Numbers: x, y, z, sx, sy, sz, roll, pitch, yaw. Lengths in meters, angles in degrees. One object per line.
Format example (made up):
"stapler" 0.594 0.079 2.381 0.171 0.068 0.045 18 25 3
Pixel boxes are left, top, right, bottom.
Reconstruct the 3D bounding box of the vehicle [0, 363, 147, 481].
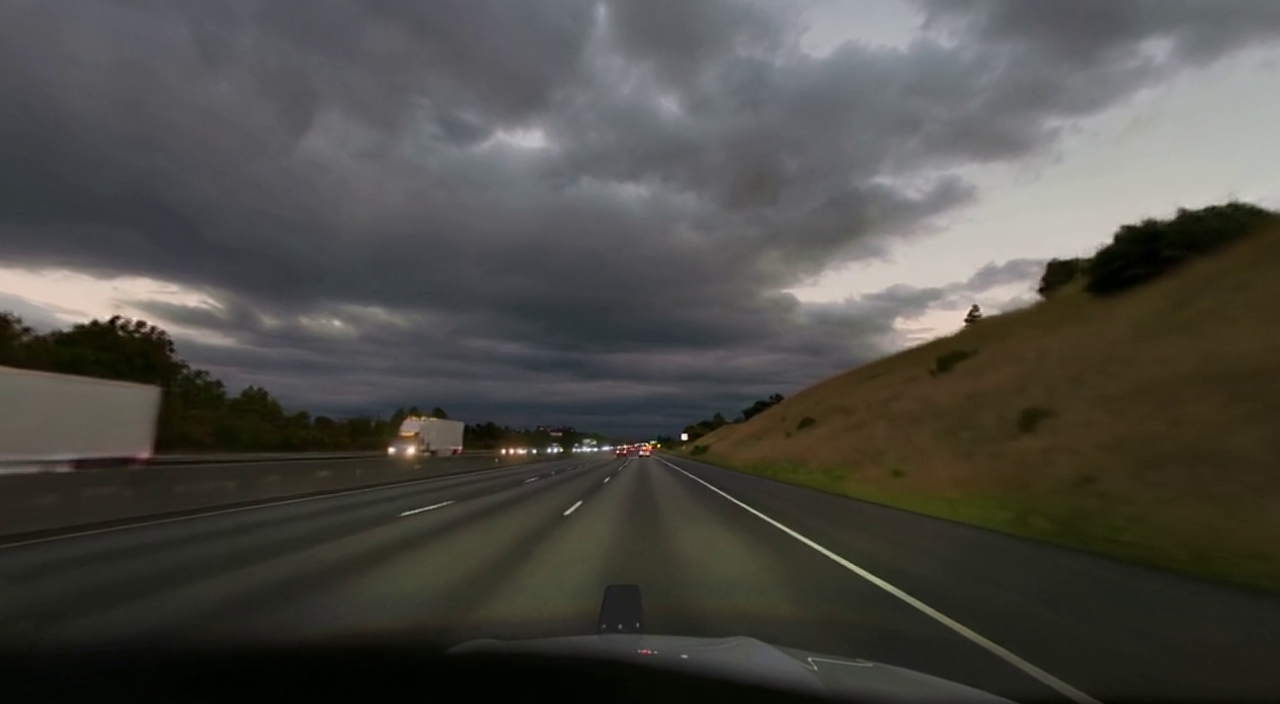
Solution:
"vehicle" -22.919 2.139 19.819 2.900 3.886 14.872 0 -9 0
